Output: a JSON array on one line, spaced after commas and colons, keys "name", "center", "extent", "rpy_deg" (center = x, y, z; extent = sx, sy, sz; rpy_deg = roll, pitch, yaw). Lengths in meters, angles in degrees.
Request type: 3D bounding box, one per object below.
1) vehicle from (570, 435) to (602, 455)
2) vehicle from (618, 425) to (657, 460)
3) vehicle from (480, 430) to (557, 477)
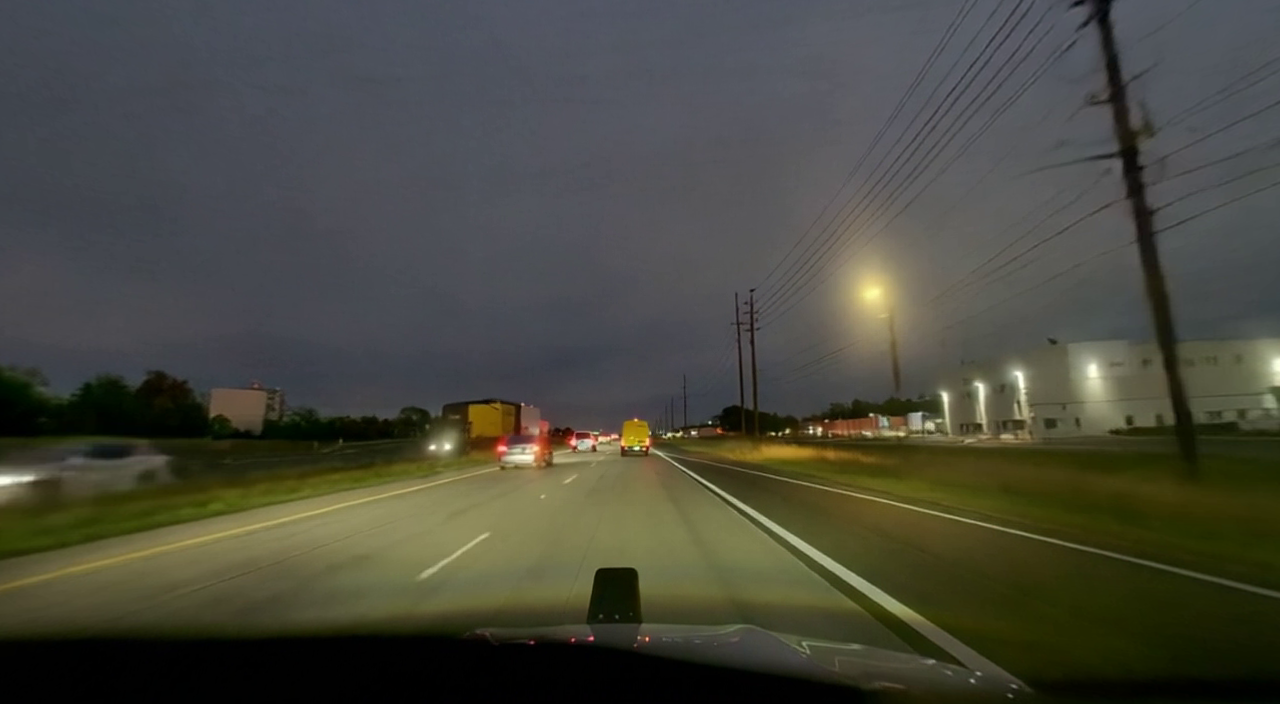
[{"name": "vehicle", "center": [-4.135, 7.221, 48.873], "extent": [2.087, 1.464, 4.853], "rpy_deg": [0, -8, -1]}, {"name": "vehicle", "center": [-0.177, 5.477, 38.139], "extent": [2.213, 1.997, 4.456], "rpy_deg": [0, -8, -1]}, {"name": "vehicle", "center": [-4.419, 3.742, 23.504], "extent": [2.058, 1.557, 4.125], "rpy_deg": [0, -8, 0]}]
